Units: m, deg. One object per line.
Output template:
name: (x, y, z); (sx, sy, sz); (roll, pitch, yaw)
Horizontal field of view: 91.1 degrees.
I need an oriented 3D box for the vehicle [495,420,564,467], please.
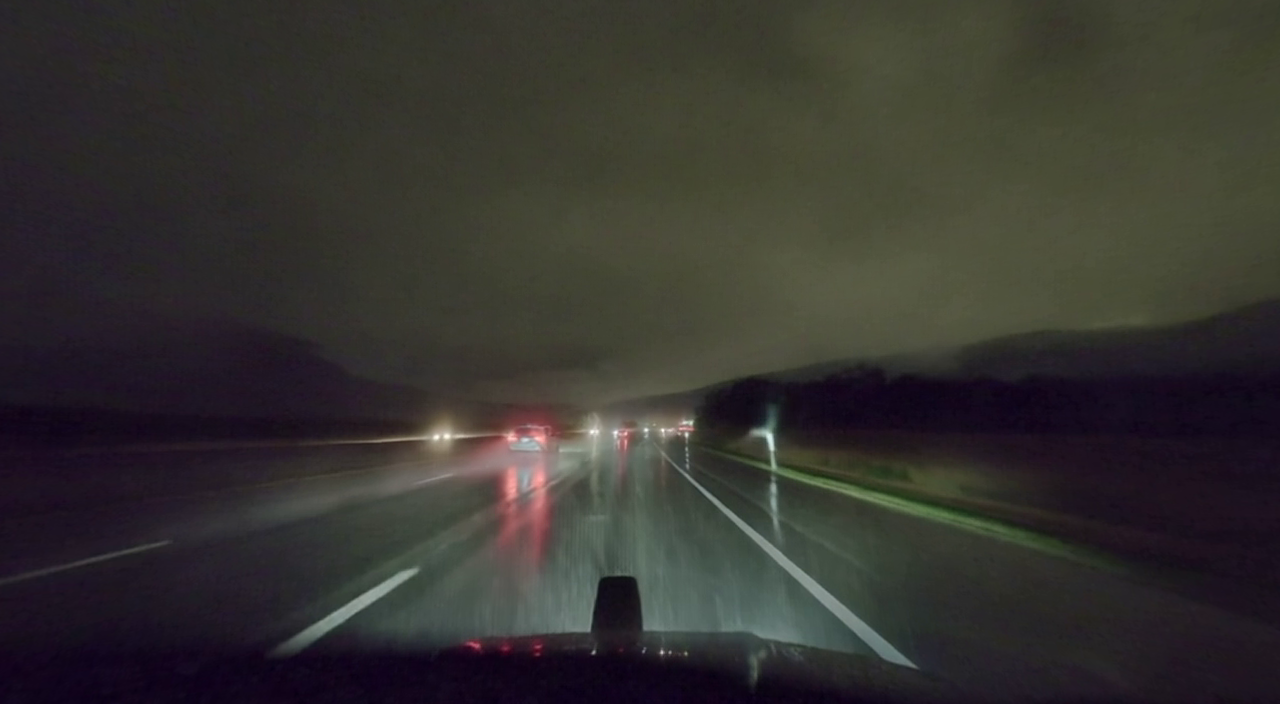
vehicle: (-4.401, 3.722, 25.711); (1.980, 1.721, 4.419); (0, -8, 0)
